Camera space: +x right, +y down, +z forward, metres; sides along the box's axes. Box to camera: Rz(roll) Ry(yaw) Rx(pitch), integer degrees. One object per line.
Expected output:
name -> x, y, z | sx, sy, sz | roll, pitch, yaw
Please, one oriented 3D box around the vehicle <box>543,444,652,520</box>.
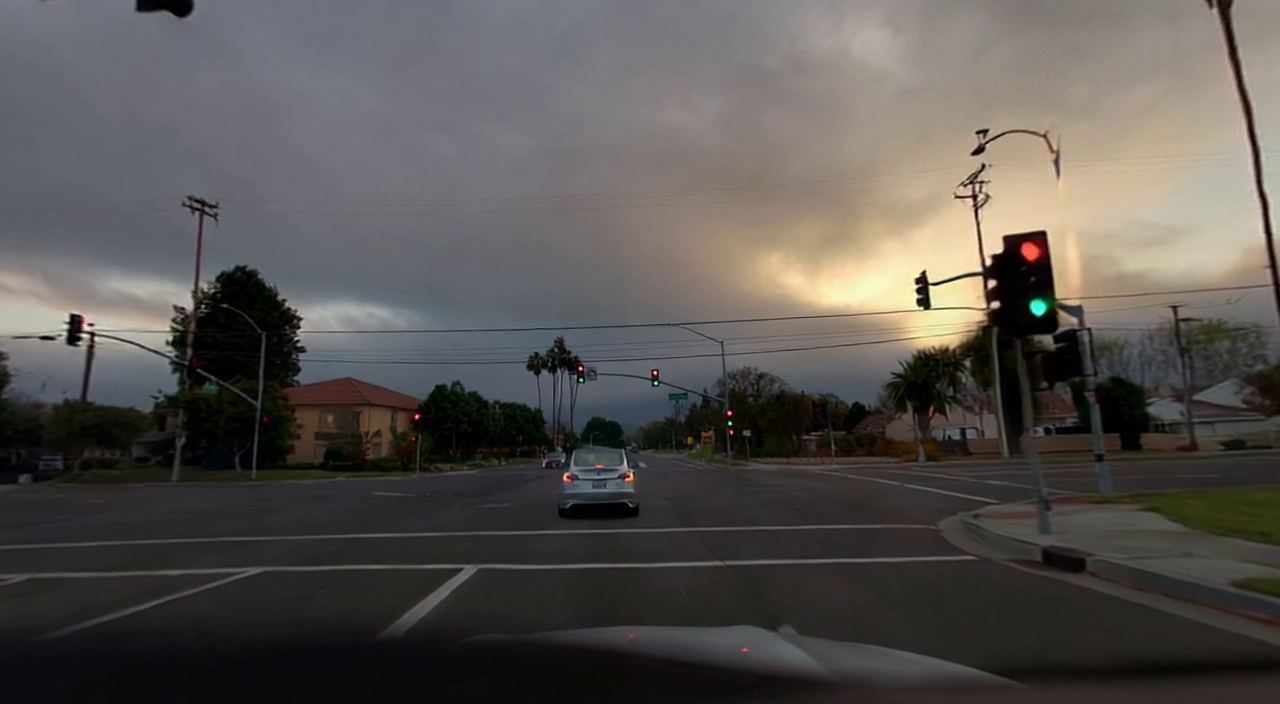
vehicle -> -0.887, 2.917, 14.724 | 2.152, 1.478, 4.229 | 0, -9, -1
